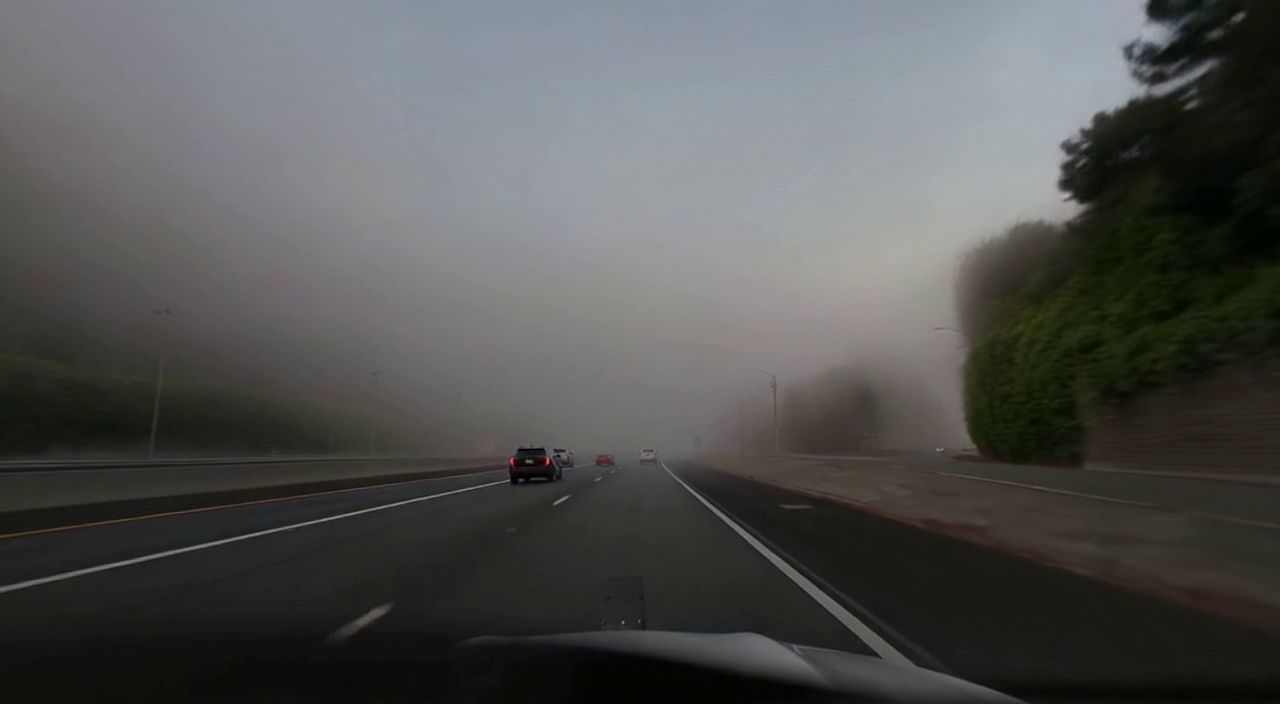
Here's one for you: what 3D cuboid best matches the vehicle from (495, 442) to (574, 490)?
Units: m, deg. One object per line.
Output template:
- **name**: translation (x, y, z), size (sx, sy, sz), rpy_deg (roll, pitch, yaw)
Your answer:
- **vehicle**: translation (-3.982, 4.398, 24.581), size (2.263, 1.696, 4.321), rpy_deg (0, -9, 1)
